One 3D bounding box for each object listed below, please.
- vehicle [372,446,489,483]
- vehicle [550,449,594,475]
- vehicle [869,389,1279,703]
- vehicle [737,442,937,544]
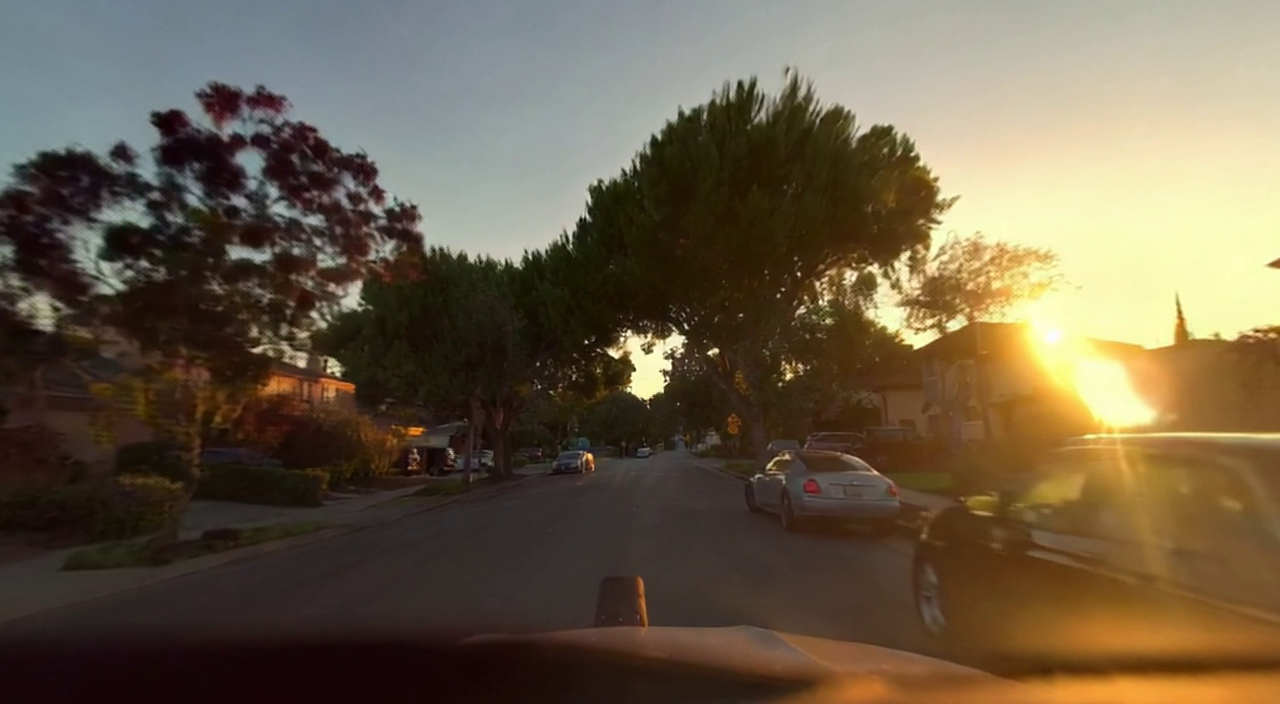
[{"bbox_3d":[-10.008,5.381,30.448,4.933,1.547,2.125,-2,-8,0],"label":"vehicle"},{"bbox_3d":[-4.025,6.586,38.071,1.987,1.459,4.473,-1,-9,3],"label":"vehicle"},{"bbox_3d":[2.866,1.030,2.971,2.022,1.483,4.565,-1,-9,2],"label":"vehicle"},{"bbox_3d":[3.118,2.317,11.129,2.043,1.411,4.331,0,-9,-1],"label":"vehicle"}]
